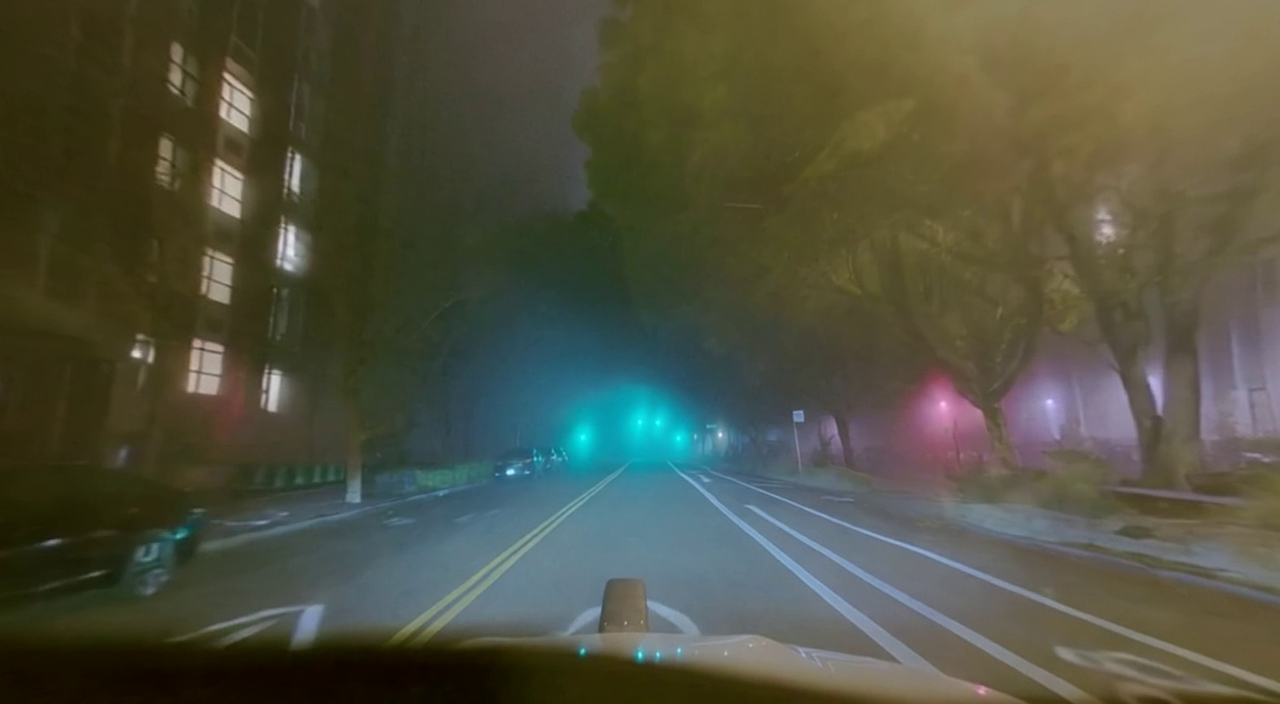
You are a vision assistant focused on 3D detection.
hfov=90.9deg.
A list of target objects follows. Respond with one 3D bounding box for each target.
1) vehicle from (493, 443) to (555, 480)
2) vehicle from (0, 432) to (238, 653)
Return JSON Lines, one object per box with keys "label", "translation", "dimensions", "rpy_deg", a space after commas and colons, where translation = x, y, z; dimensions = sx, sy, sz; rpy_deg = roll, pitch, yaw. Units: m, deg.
{"label": "vehicle", "translation": [-5.744, 5.493, 31.878], "dimensions": [2.147, 1.701, 4.879], "rpy_deg": [0, -8, 1]}
{"label": "vehicle", "translation": [-5.970, 1.517, 5.240], "dimensions": [2.223, 1.658, 4.621], "rpy_deg": [0, -8, -1]}
